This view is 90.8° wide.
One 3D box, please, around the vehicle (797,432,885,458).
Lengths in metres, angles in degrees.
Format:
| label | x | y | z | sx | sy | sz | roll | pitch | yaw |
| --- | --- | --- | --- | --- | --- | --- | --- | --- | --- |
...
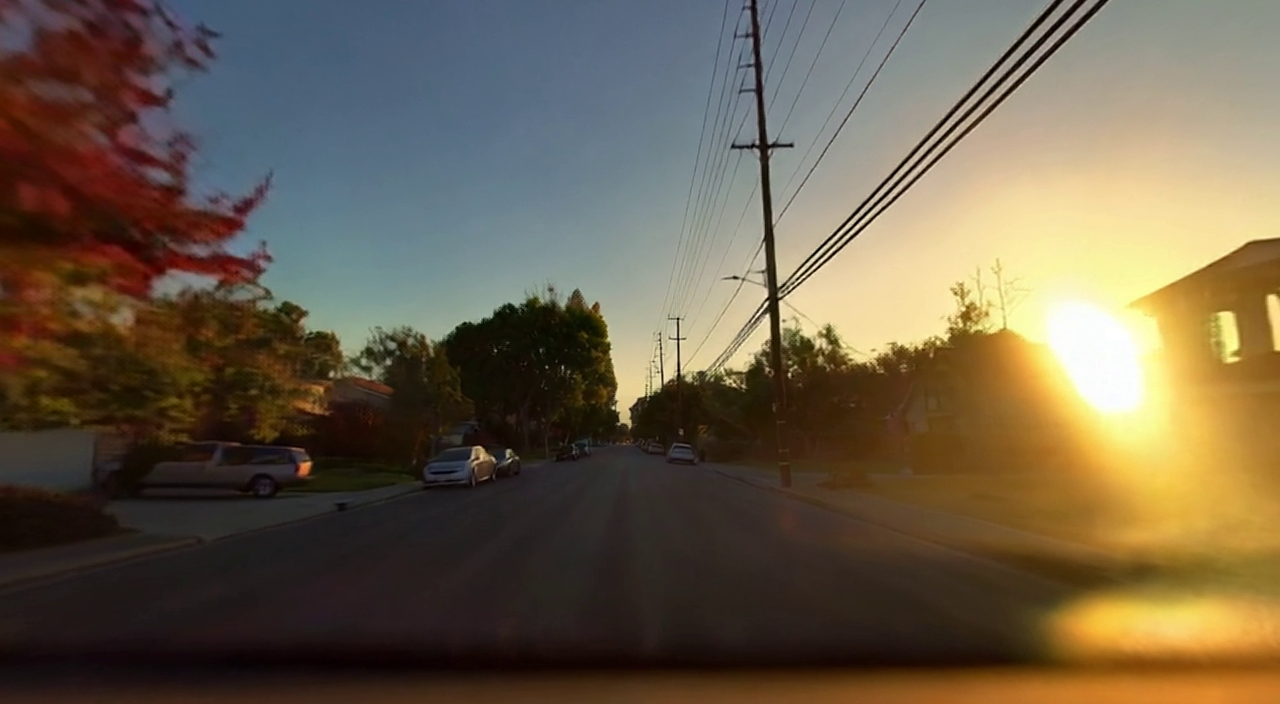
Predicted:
| label | x | y | z | sx | sy | sz | roll | pitch | yaw |
| --- | --- | --- | --- | --- | --- | --- | --- | --- | --- |
| vehicle | 12.050 | 5.623 | 38.041 | 4.605 | 1.492 | 1.898 | 0 | -8 | -1 |

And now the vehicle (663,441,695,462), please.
| label | x | y | z | sx | sy | sz | roll | pitch | yaw |
| --- | --- | --- | --- | --- | --- | --- | --- | --- | --- |
| vehicle | 2.815 | 7.341 | 46.726 | 1.925 | 1.482 | 4.326 | 0 | -8 | -2 |

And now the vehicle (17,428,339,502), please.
| label | x | y | z | sx | sy | sz | roll | pitch | yaw |
| --- | --- | --- | --- | --- | --- | --- | --- | --- | --- |
| vehicle | -12.182 | 3.012 | 17.197 | 6.619 | 1.759 | 2.632 | 0 | -8 | -2 |

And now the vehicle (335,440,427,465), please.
| label | x | y | z | sx | sy | sz | roll | pitch | yaw |
| --- | --- | --- | --- | --- | --- | --- | --- | --- | --- |
| vehicle | -16.034 | 6.237 | 39.282 | 4.833 | 1.489 | 1.987 | 0 | -8 | 2 |

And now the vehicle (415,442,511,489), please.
| label | x | y | z | sx | sy | sz | roll | pitch | yaw |
| --- | --- | --- | --- | --- | --- | --- | --- | --- | --- |
| vehicle | -6.372 | 4.117 | 23.428 | 2.208 | 1.491 | 5.089 | 0 | -8 | -1 |
